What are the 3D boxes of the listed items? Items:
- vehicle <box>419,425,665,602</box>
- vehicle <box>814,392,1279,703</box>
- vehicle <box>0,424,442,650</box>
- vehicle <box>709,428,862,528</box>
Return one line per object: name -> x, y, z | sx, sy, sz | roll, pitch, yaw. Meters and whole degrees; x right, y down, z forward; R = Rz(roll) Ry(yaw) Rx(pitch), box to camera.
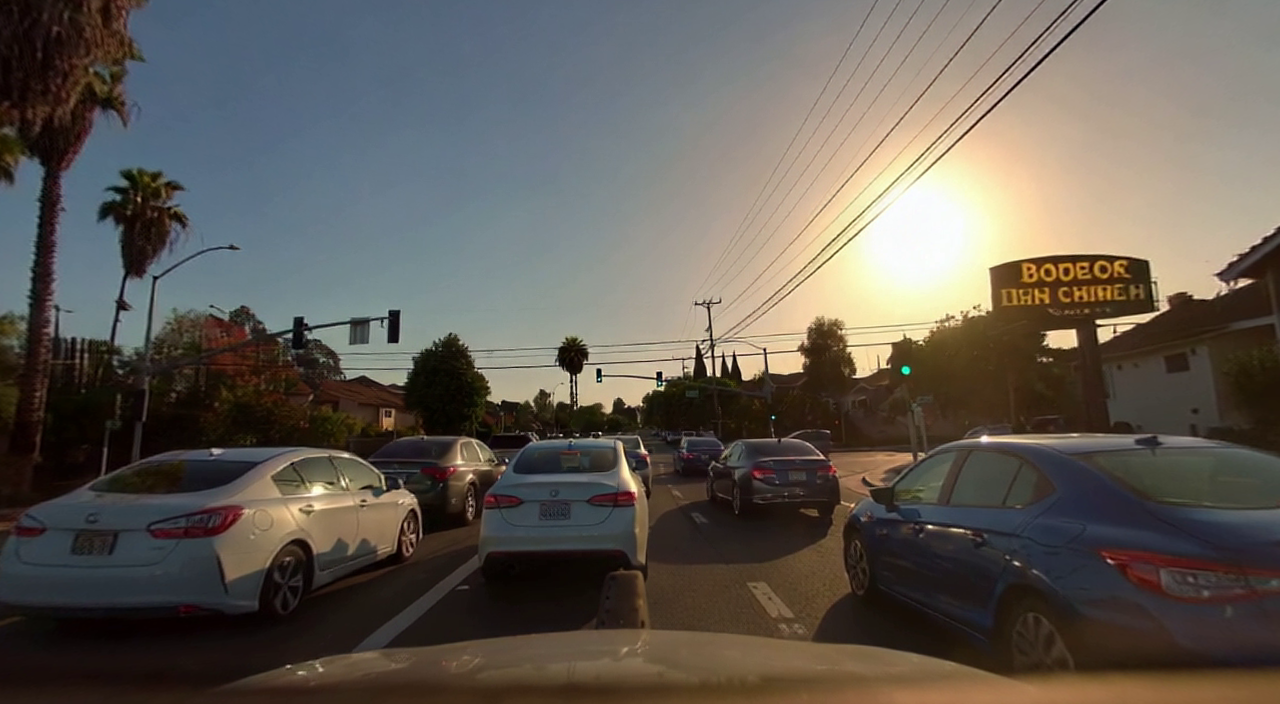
vehicle -> -0.903, 1.674, 7.413 | 2.104, 1.500, 3.815 | 0, -9, -2
vehicle -> 2.764, 1.167, 3.994 | 2.014, 1.464, 4.312 | 0, -9, -1
vehicle -> -3.681, 1.560, 6.499 | 2.058, 1.474, 4.473 | 0, -9, -3
vehicle -> 2.613, 2.374, 12.499 | 1.956, 1.615, 4.205 | 0, -9, -1
